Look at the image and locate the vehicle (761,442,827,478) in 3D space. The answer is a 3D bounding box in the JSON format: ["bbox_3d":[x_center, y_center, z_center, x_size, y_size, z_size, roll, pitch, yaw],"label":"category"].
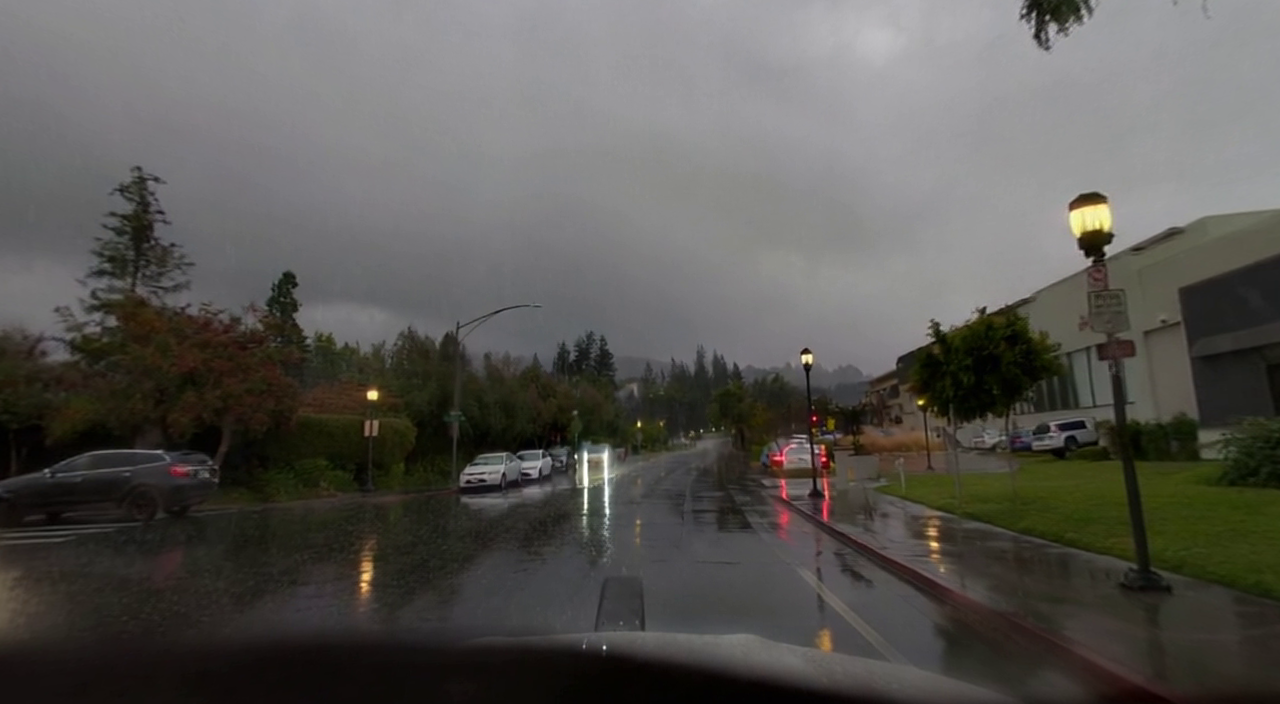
[{"bbox_3d":[6.706,4.744,28.014,1.918,1.461,4.419,0,-9,1],"label":"vehicle"}]

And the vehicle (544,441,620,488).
[{"bbox_3d":[-2.138,4.357,24.757,2.110,1.651,4.410,-1,-9,7],"label":"vehicle"}]

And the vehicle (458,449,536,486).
[{"bbox_3d":[-6.056,4.949,27.409,1.968,1.443,4.358,-1,-9,6],"label":"vehicle"}]

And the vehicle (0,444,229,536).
[{"bbox_3d":[-10.947,2.663,12.530,4.106,1.620,2.065,0,-9,1],"label":"vehicle"}]
